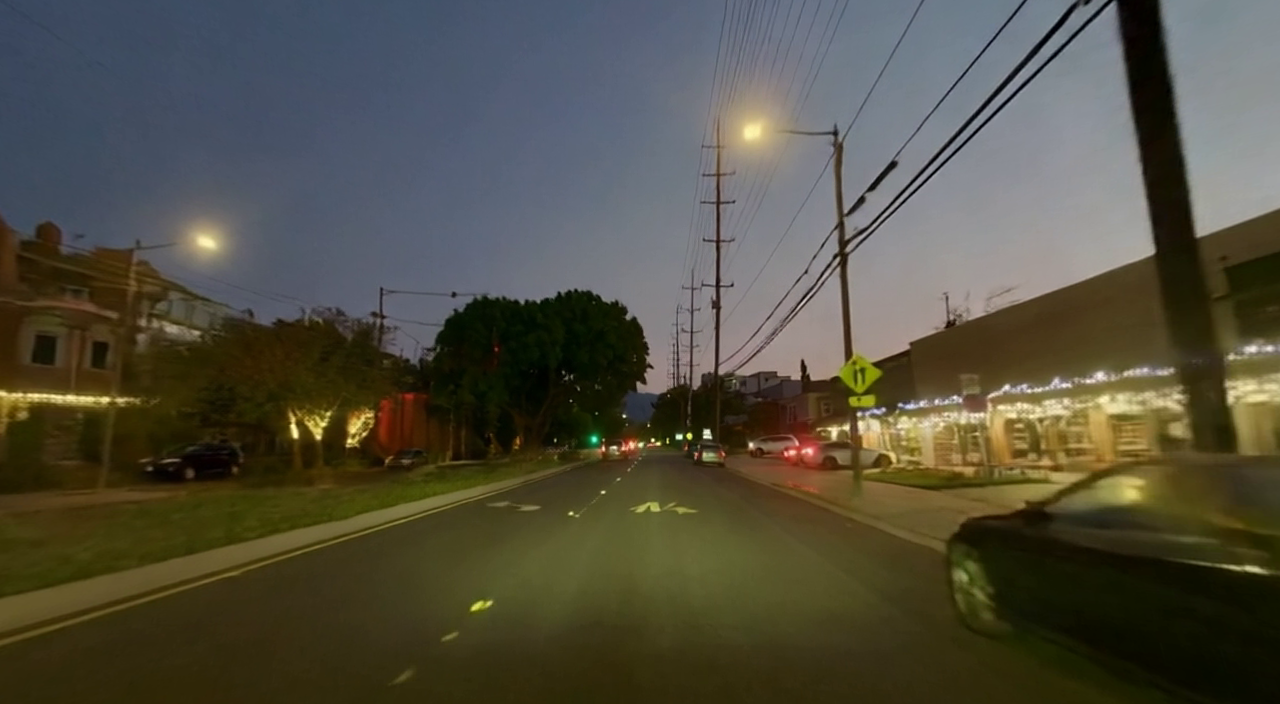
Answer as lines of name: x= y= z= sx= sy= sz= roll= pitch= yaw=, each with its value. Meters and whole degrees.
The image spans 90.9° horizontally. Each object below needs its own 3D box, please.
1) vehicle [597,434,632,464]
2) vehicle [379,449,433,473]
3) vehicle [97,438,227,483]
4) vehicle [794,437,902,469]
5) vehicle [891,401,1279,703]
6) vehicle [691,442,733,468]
vehicle: x=-1.714 y=6.722 z=43.951 sx=2.202 sy=1.961 sz=4.980 roll=0 pitch=-8 yaw=1
vehicle: x=-16.133 y=7.509 z=43.735 sx=1.954 sy=1.497 sz=4.613 roll=0 pitch=-8 yaw=0
vehicle: x=-22.320 y=5.025 z=29.775 sx=2.195 sy=1.770 sz=4.957 roll=0 pitch=-6 yaw=1
vehicle: x=9.909 y=4.845 z=30.261 sx=4.430 sy=1.480 sz=1.923 roll=0 pitch=-8 yaw=-2
vehicle: x=3.232 y=1.094 z=3.313 sx=2.070 sy=1.496 sz=4.614 roll=0 pitch=-8 yaw=2
vehicle: x=4.315 y=6.217 z=38.300 sx=2.042 sy=1.465 sz=4.455 roll=0 pitch=-8 yaw=0
